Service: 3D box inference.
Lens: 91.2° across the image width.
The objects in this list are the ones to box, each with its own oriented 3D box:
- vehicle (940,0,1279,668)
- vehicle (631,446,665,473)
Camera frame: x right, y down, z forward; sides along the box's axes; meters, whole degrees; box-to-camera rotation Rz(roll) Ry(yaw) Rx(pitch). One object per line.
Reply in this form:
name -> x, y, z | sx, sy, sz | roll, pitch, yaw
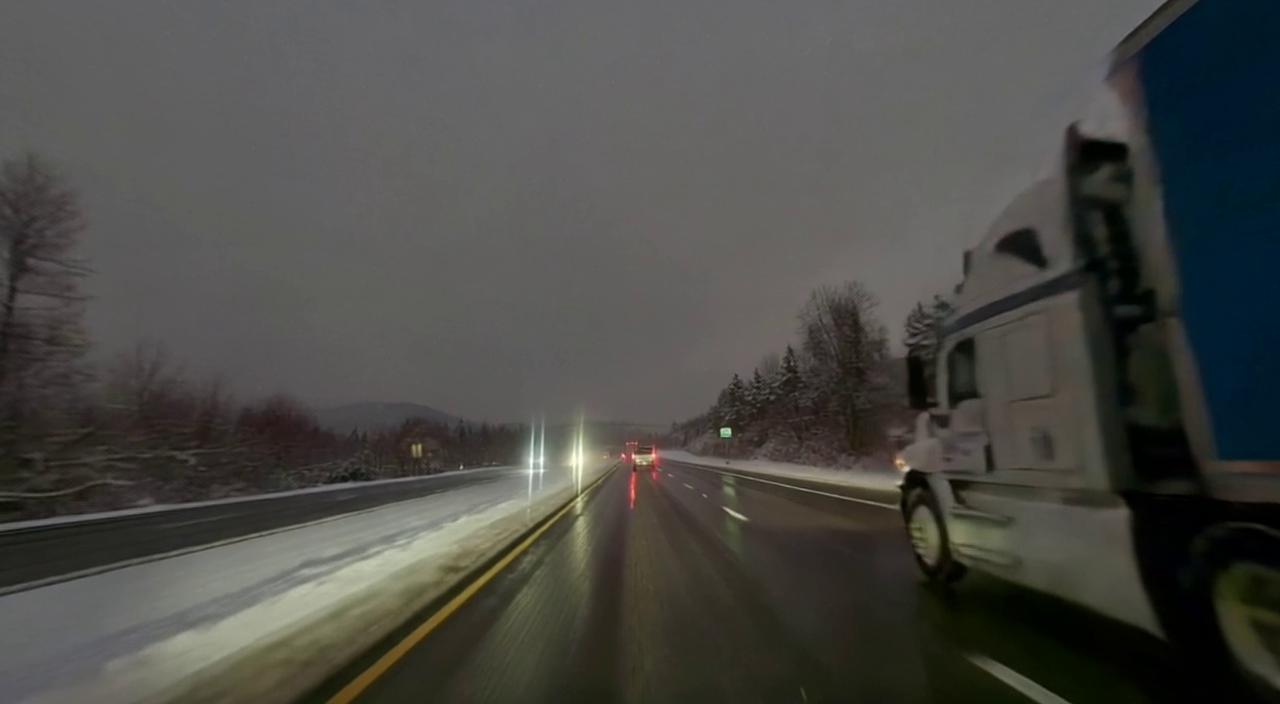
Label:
vehicle -> 4.827, -0.391, 3.117 | 3.205, 3.890, 6.518 | 0, -9, -1
vehicle -> 0.492, 7.172, 42.113 | 2.160, 1.691, 4.243 | 0, -9, -1
